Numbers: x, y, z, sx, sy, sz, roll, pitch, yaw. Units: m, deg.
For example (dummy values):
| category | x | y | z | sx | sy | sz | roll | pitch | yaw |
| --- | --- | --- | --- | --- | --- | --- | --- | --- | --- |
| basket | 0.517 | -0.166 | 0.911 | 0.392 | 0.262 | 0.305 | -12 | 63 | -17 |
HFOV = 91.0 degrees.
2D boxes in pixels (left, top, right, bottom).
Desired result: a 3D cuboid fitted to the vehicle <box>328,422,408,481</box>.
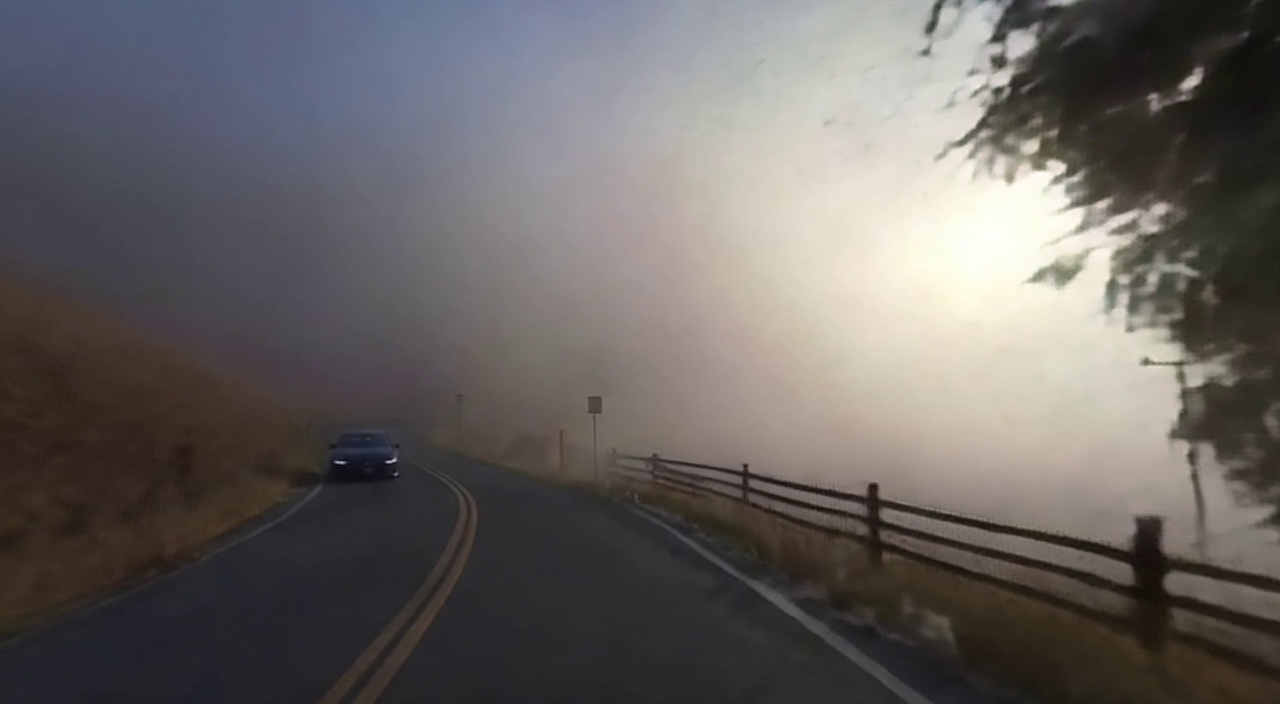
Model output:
| category | x | y | z | sx | sy | sz | roll | pitch | yaw |
| --- | --- | --- | --- | --- | --- | --- | --- | --- | --- |
| vehicle | -8.559 | 3.067 | 19.932 | 2.075 | 1.562 | 4.241 | 1 | -7 | -22 |
